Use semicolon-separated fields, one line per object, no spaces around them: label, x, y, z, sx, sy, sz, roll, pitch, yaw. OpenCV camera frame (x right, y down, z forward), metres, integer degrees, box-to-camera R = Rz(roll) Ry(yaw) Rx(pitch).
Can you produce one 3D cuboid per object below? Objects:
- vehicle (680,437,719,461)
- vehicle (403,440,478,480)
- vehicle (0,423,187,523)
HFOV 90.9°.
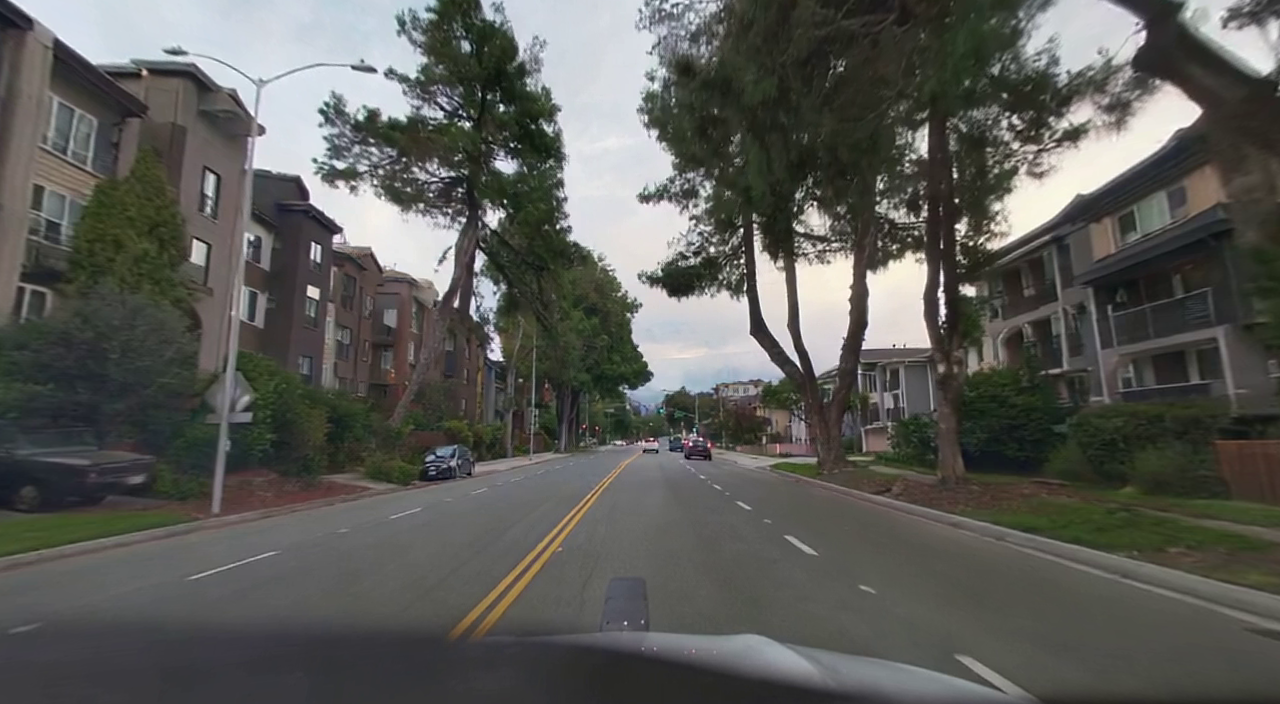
vehicle;3.818;6.343;41.210;2.078;1.488;4.741;0;-8;-1
vehicle;-9.291;5.014;29.666;1.933;1.498;4.446;-4;-7;2
vehicle;-12.699;2.450;13.120;2.226;1.784;5.932;0;-9;-1
